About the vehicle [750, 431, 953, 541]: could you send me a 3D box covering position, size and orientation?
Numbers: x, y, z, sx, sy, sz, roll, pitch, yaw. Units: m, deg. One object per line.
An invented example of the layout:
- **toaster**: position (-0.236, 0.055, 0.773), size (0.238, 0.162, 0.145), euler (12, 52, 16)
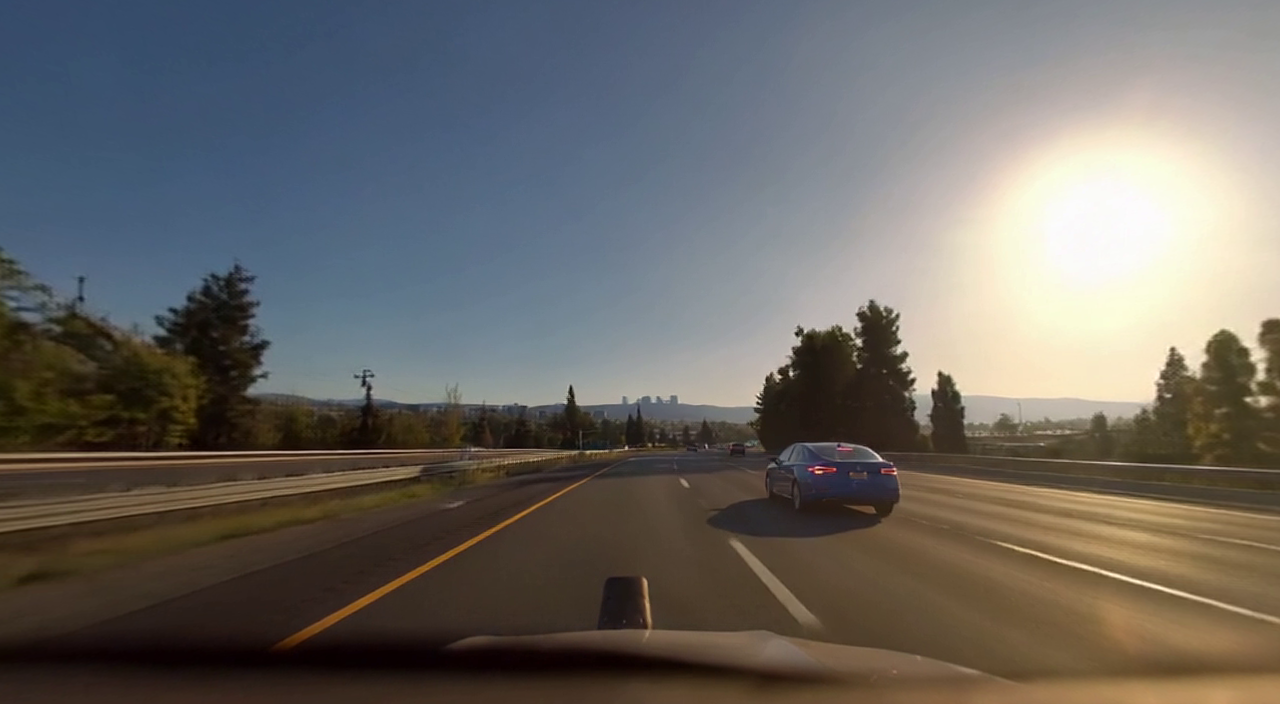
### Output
- **vehicle**: position (3.413, 2.242, 11.239), size (2.050, 1.546, 4.344), euler (0, -8, -1)
